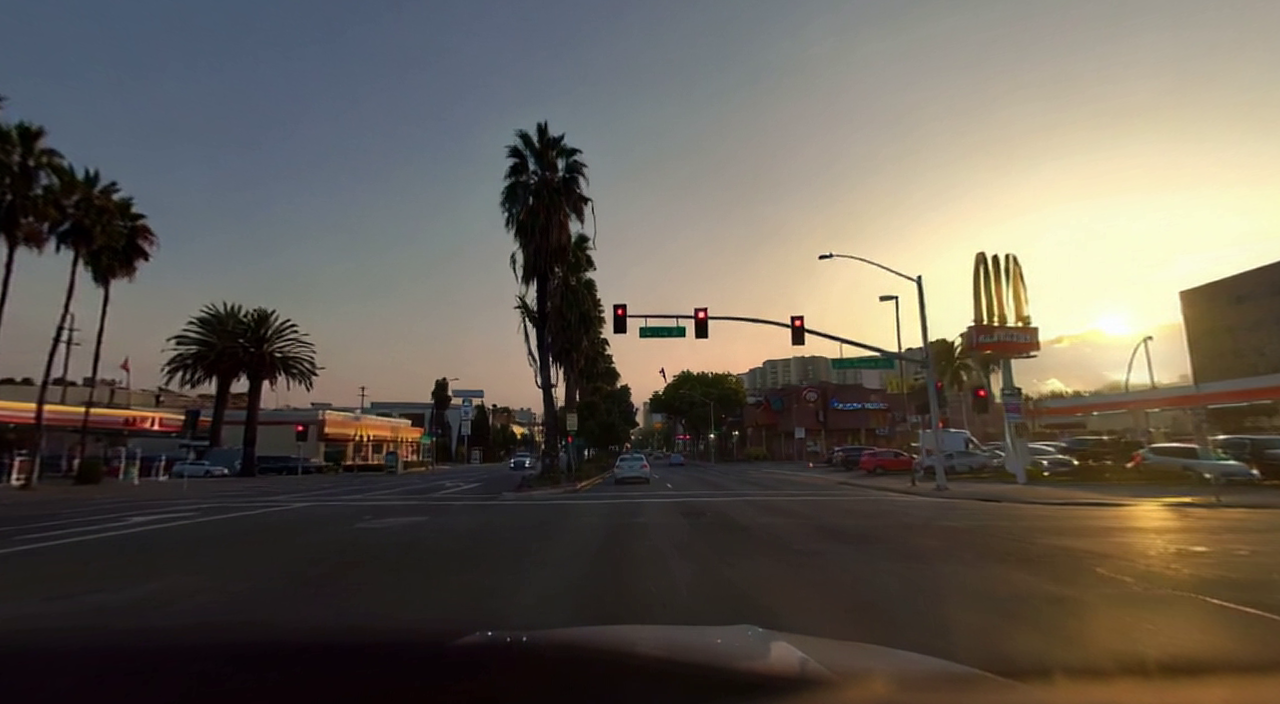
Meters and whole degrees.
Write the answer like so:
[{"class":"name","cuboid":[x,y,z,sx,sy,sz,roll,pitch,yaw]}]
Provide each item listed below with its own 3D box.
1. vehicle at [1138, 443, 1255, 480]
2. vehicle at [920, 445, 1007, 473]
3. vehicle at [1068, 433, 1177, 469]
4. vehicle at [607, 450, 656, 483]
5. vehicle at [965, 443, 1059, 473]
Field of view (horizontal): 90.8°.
[{"class":"vehicle","cuboid":[24.096,4.734,27.537,1.738,1.462,3.609,0,-9,0]},{"class":"vehicle","cuboid":[18.327,6.062,35.942,3.962,1.529,1.867,-1,-9,9]},{"class":"vehicle","cuboid":[24.361,5.030,32.007,3.783,1.560,1.853,-4,-10,9]},{"class":"vehicle","cuboid":[-0.458,5.700,31.671,2.270,1.475,4.571,0,-9,-2]},{"class":"vehicle","cuboid":[19.403,5.521,33.145,3.833,1.495,1.892,-3,-9,16]}]
